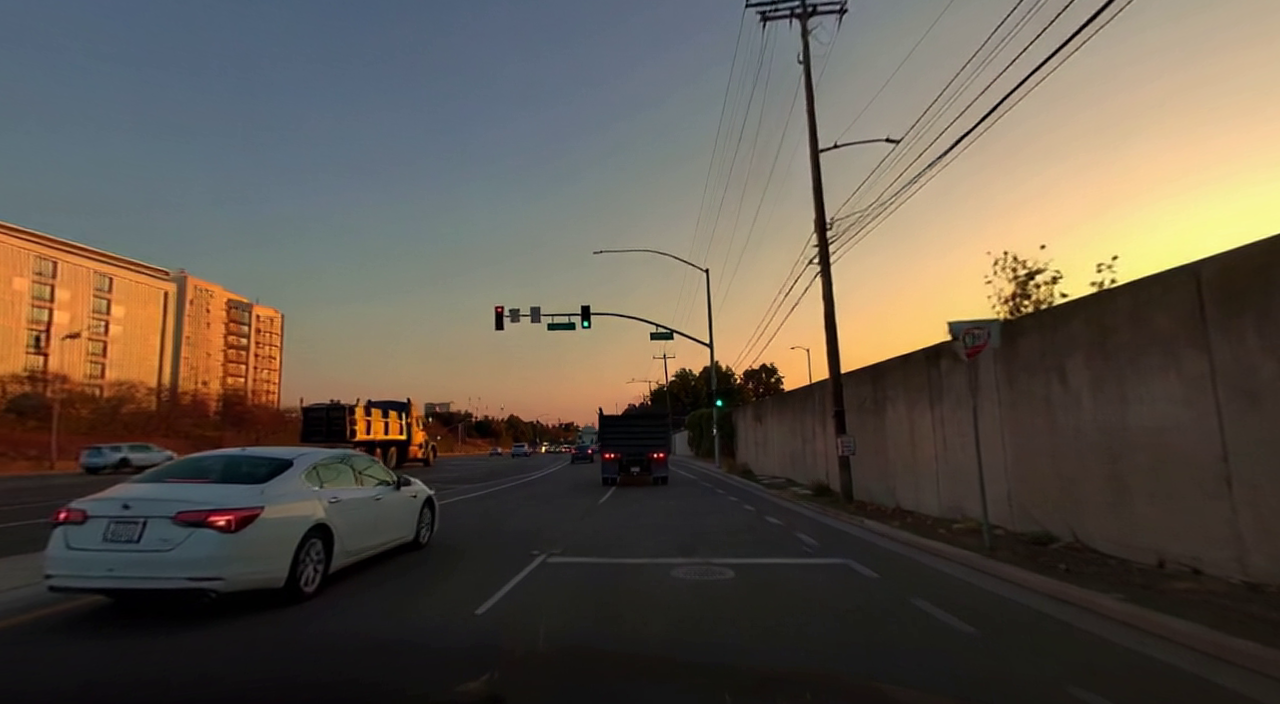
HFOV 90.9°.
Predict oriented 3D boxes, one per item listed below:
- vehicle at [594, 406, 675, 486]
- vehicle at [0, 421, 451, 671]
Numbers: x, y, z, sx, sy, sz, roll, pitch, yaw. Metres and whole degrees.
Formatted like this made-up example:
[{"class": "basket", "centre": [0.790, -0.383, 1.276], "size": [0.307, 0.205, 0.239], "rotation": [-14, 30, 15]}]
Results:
[{"class": "vehicle", "centre": [-0.219, 3.123, 21.051], "size": [2.355, 2.305, 5.336], "rotation": [0, -8, -1]}, {"class": "vehicle", "centre": [-3.731, 1.525, 6.342], "size": [2.019, 1.480, 4.966], "rotation": [0, -8, 1]}]
